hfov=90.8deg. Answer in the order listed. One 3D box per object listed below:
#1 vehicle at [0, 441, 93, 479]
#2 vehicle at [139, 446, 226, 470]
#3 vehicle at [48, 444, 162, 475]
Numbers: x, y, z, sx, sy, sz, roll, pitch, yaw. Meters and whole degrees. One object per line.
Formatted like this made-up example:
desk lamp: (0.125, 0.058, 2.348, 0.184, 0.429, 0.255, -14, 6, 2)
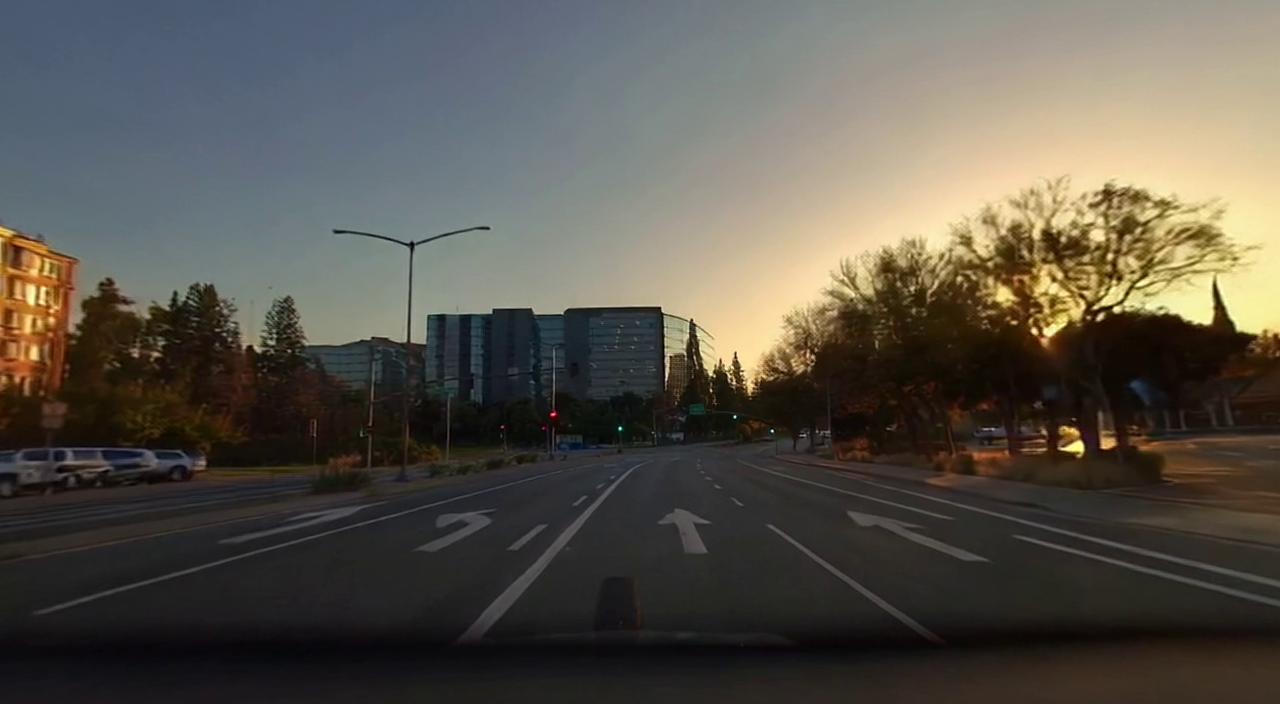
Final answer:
vehicle: (-28.678, 4.951, 29.076, 4.830, 1.664, 2.241, 0, -9, -1)
vehicle: (-31.150, 7.182, 43.161, 4.313, 1.549, 1.917, 3, -9, -20)
vehicle: (-29.044, 5.853, 34.380, 4.363, 1.590, 1.933, 0, -9, -1)
